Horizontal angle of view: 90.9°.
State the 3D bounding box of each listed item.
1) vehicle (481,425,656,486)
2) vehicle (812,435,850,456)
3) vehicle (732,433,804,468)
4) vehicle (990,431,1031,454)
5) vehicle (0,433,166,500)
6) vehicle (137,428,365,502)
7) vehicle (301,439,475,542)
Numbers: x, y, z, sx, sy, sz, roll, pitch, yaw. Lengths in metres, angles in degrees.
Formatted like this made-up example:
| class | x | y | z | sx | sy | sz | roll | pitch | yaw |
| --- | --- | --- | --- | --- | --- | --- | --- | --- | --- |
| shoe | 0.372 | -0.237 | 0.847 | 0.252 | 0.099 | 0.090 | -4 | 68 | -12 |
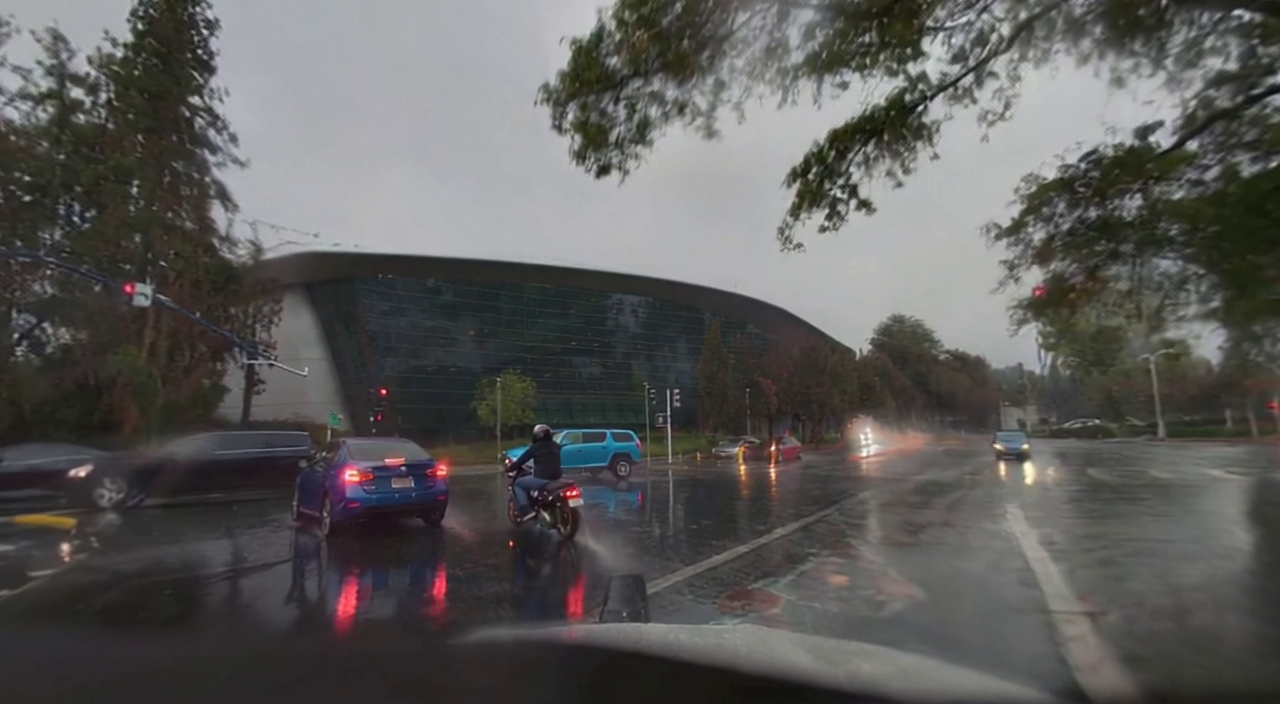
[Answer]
| class | x | y | z | sx | sy | sz | roll | pitch | yaw |
| --- | --- | --- | --- | --- | --- | --- | --- | --- | --- |
| vehicle | -2.519 | 3.673 | 22.865 | 5.833 | 1.960 | 2.341 | 4 | -9 | -30 |
| vehicle | 14.772 | 7.169 | 48.661 | 2.024 | 1.543 | 4.028 | -4 | -9 | 27 |
| vehicle | 6.754 | 5.101 | 32.940 | 2.084 | 1.656 | 4.583 | -5 | -9 | 32 |
| vehicle | 26.083 | 6.375 | 44.502 | 1.872 | 1.467 | 4.385 | -4 | -9 | 24 |
| vehicle | -16.360 | 3.188 | 17.847 | 4.380 | 1.727 | 2.052 | -1 | -8 | 7 |
| vehicle | -9.920 | 2.902 | 16.389 | 4.583 | 1.755 | 1.936 | 0 | -8 | -1 |
| vehicle | -4.699 | 2.315 | 11.388 | 2.009 | 1.450 | 4.182 | 5 | -9 | -34 |
